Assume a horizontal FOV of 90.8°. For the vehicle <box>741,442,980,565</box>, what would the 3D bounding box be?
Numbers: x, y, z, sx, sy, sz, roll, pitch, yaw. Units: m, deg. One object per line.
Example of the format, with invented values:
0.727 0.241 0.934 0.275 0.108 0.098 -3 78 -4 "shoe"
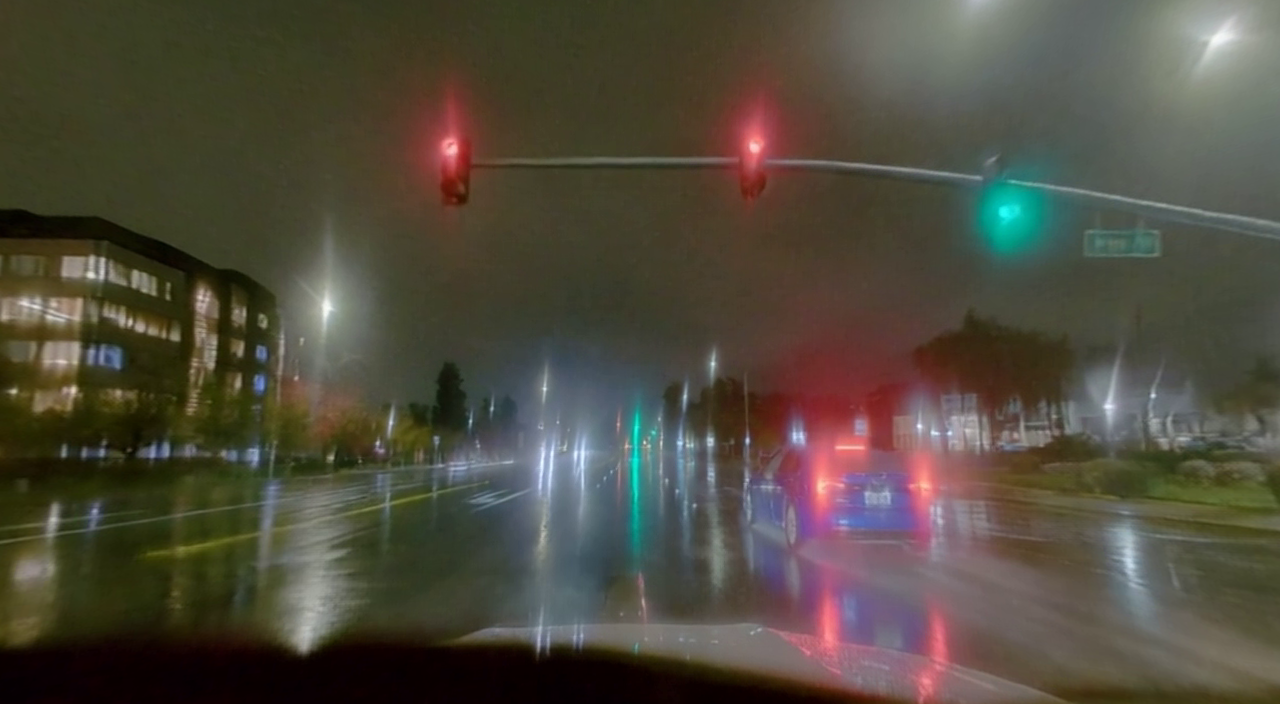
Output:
3.041 2.180 9.995 2.015 1.455 4.615 0 -9 -2 "vehicle"
